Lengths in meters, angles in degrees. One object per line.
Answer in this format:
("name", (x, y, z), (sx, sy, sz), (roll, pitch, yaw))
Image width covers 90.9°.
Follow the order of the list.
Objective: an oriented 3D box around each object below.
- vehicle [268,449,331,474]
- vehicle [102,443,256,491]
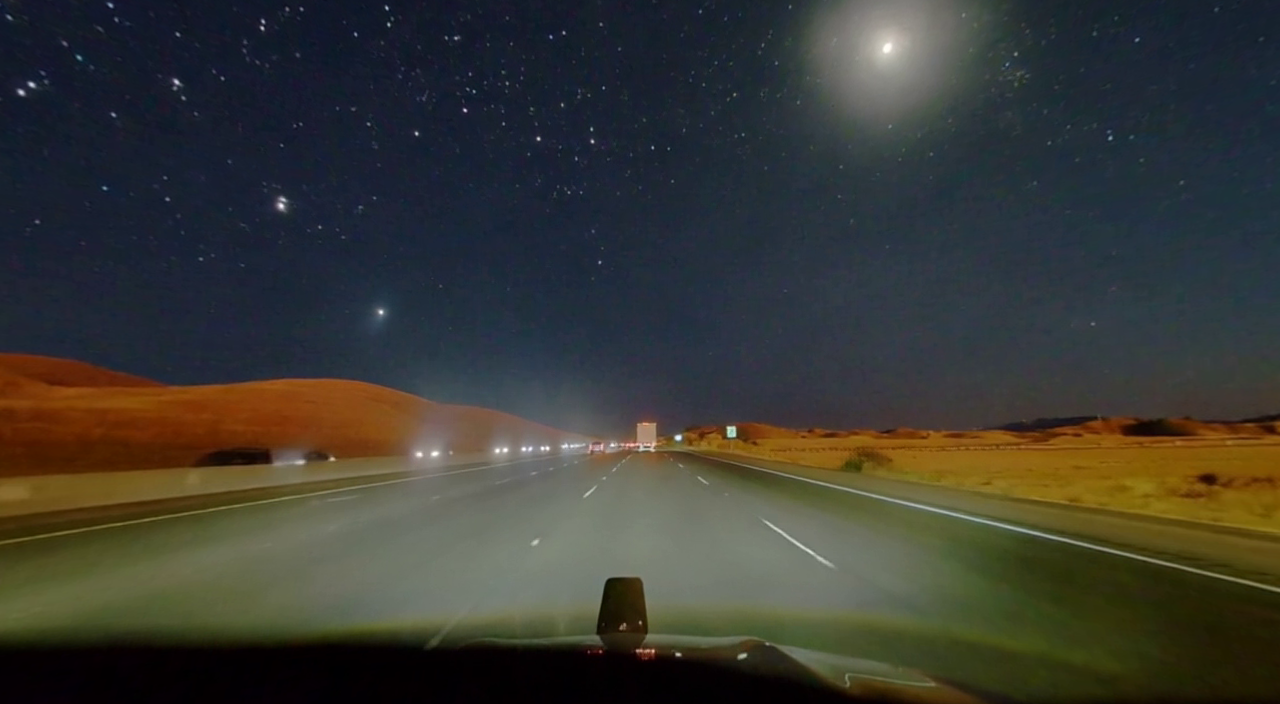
("vehicle", (-24.482, 7.861, 45.488), (1.939, 1.663, 4.554), (0, -8, 1))
("vehicle", (-17.094, 4.234, 23.798), (2.011, 1.603, 4.968), (0, -8, 1))
